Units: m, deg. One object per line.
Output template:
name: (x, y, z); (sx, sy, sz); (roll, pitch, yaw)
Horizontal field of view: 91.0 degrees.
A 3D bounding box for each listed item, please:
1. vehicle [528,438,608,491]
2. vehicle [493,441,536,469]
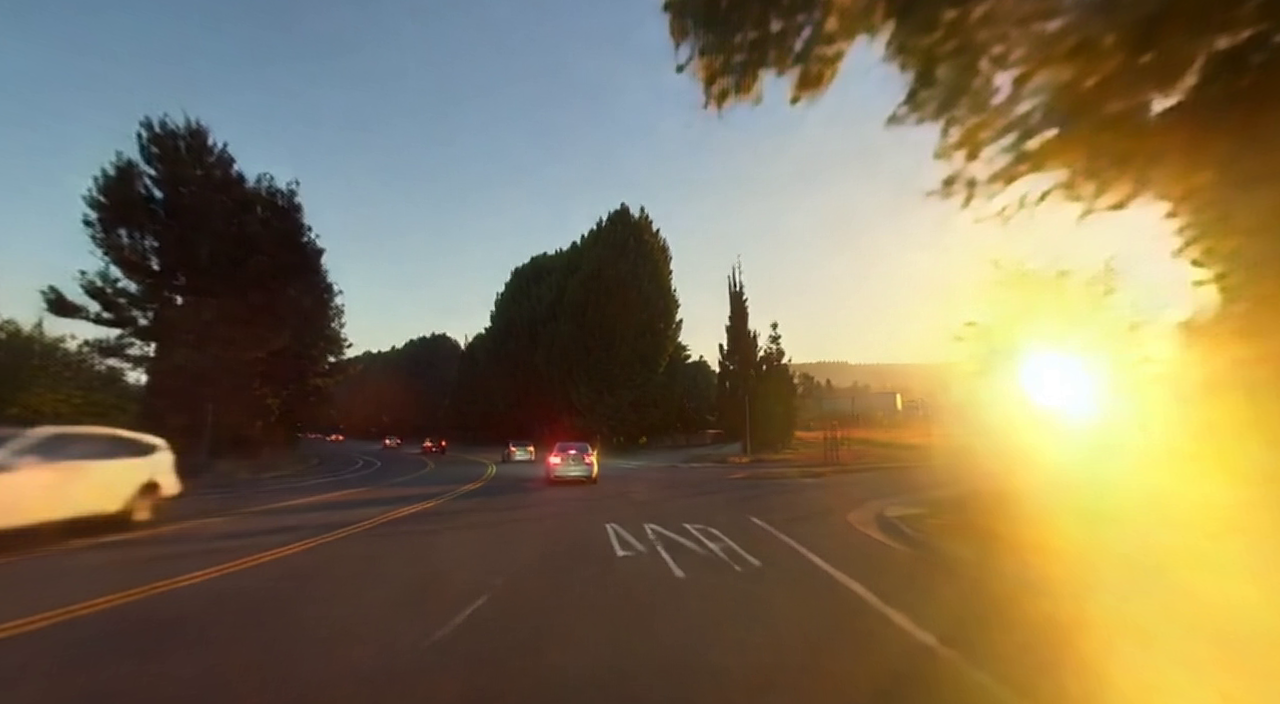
vehicle: (-2.435, 3.606, 20.367); (2.296, 1.510, 4.068); (2, -9, -10)
vehicle: (-7.441, 6.072, 37.121); (2.080, 1.530, 3.719); (3, -9, -17)
